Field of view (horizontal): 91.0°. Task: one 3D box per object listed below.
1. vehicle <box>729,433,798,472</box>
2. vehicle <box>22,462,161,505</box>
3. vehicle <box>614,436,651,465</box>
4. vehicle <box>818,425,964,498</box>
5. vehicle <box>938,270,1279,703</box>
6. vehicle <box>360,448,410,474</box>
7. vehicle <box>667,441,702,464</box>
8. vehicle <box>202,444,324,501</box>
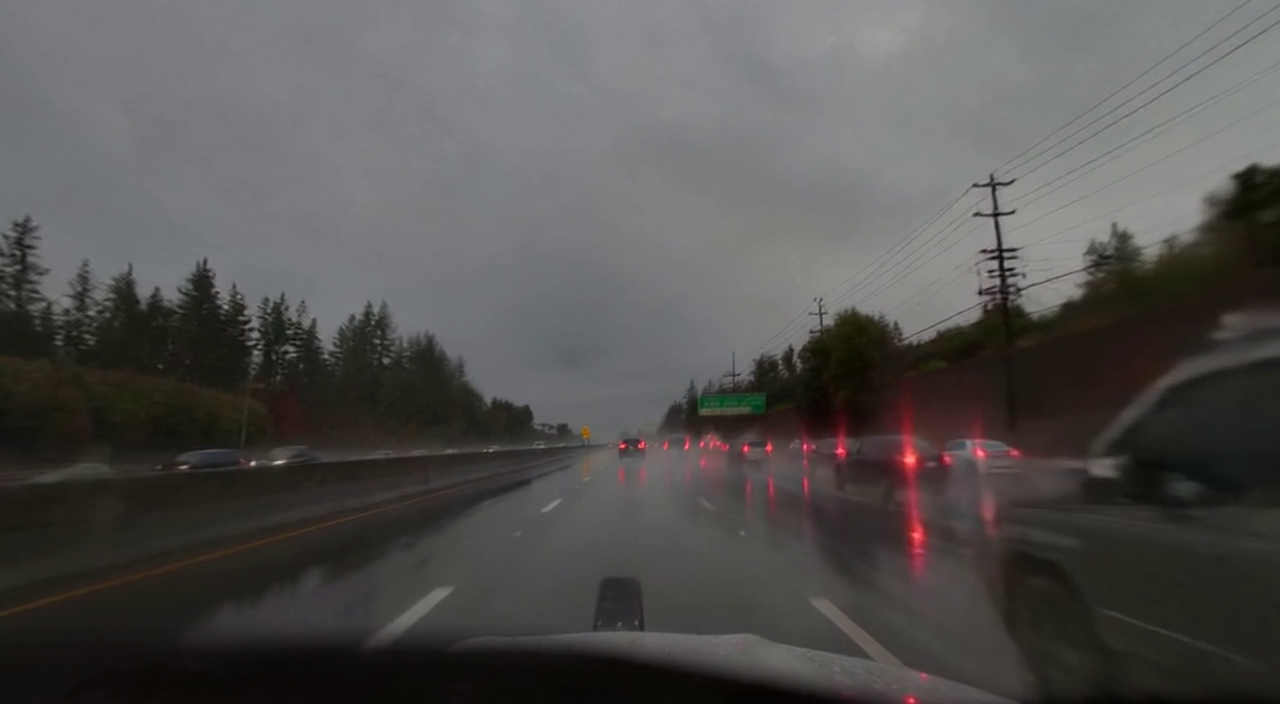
[{"bbox_3d":[6.214,5.134,32.390,2.145,1.822,4.791,1,-8,-6],"label":"vehicle"},{"bbox_3d":[-22.815,5.463,26.488,1.795,1.459,4.573,0,-8,-1],"label":"vehicle"},{"bbox_3d":[-0.500,6.536,41.934,2.314,1.796,4.254,0,-8,-1],"label":"vehicle"},{"bbox_3d":[6.680,2.968,17.419,2.066,1.739,4.493,0,-8,-1],"label":"vehicle"},{"bbox_3d":[3.014,0.607,1.462,2.152,1.821,4.853,0,-8,-1],"label":"vehicle"},{"bbox_3d":[-19.027,8.100,47.175,1.925,1.810,4.318,0,-8,-1],"label":"vehicle"},{"bbox_3d":[2.976,6.893,43.287,1.948,1.476,4.691,0,-8,-2],"label":"vehicle"},{"bbox_3d":[-15.547,4.933,26.390,2.010,2.033,5.111,1,-8,-1],"label":"vehicle"}]
